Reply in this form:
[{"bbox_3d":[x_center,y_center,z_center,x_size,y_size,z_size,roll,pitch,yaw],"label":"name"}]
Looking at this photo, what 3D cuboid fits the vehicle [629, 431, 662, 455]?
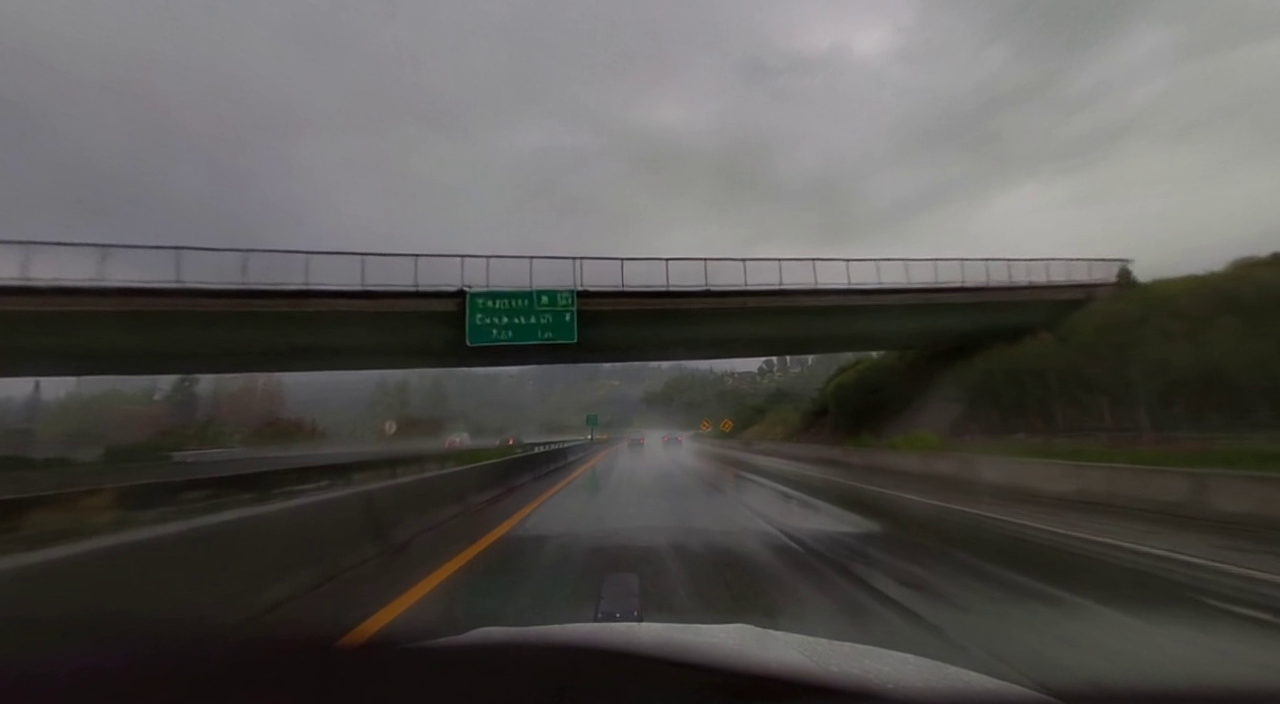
[{"bbox_3d":[0.322,6.068,42.084,1.981,1.490,3.449,0,-8,-2],"label":"vehicle"}]
